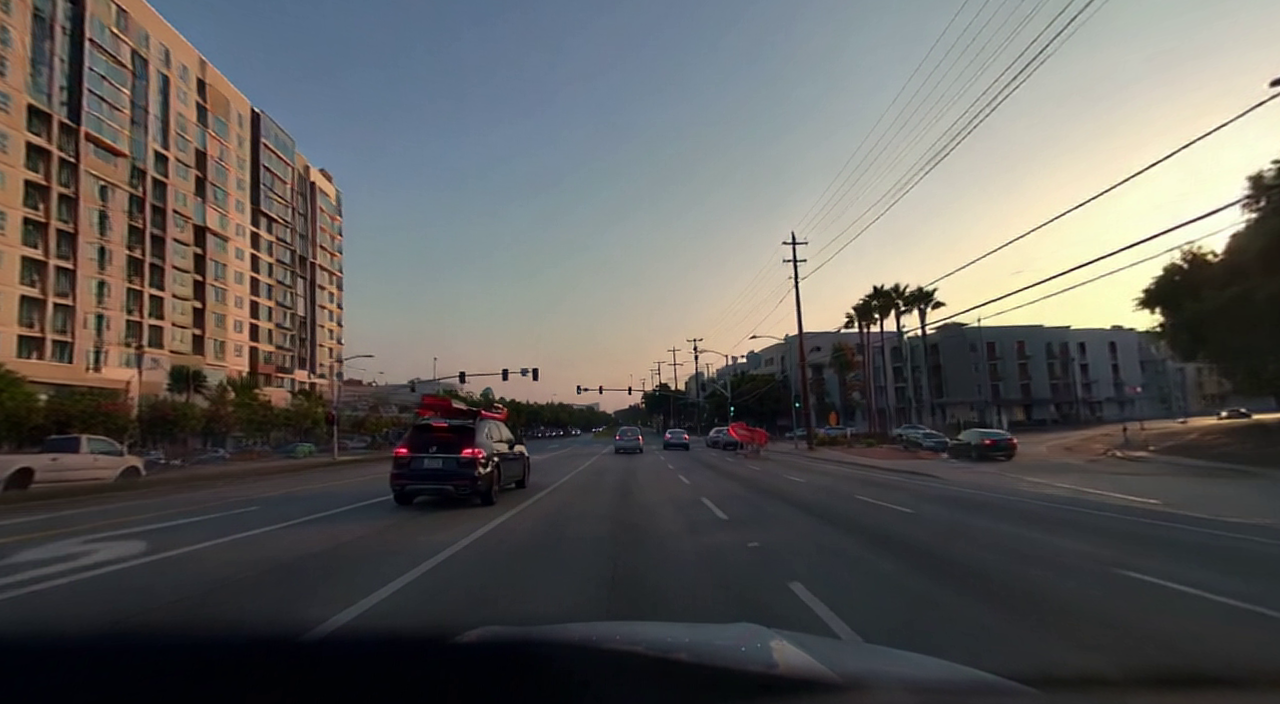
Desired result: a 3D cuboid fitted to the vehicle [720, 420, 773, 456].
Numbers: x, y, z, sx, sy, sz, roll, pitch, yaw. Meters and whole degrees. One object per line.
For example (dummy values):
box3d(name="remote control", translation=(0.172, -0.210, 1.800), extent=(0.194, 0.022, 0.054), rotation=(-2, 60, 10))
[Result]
box3d(name="vehicle", translation=(6.183, 5.121, 37.427), extent=(2.130, 1.979, 5.310), rotation=(0, -8, -1))

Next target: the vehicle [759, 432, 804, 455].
box3d(name="vehicle", translation=(9.045, 5.943, 40.788), extent=(1.897, 1.390, 4.391), rotation=(0, -8, 1))

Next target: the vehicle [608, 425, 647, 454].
box3d(name="vehicle", translation=(-0.799, 5.429, 39.136), extent=(2.302, 1.681, 4.217), rotation=(0, -8, -2))

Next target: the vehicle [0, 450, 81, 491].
box3d(name="vehicle", translation=(-27.908, 5.248, 28.292), extent=(1.918, 1.635, 4.532), rotation=(1, -8, -6))

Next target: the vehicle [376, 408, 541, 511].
box3d(name="vehicle", translation=(-3.490, 2.183, 13.199), extent=(2.136, 1.779, 4.417), rotation=(0, -8, 0))

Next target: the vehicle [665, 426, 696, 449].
box3d(name="vehicle", translation=(2.930, 6.295, 46.469), extent=(1.975, 1.598, 4.025), rotation=(0, -8, -1))
